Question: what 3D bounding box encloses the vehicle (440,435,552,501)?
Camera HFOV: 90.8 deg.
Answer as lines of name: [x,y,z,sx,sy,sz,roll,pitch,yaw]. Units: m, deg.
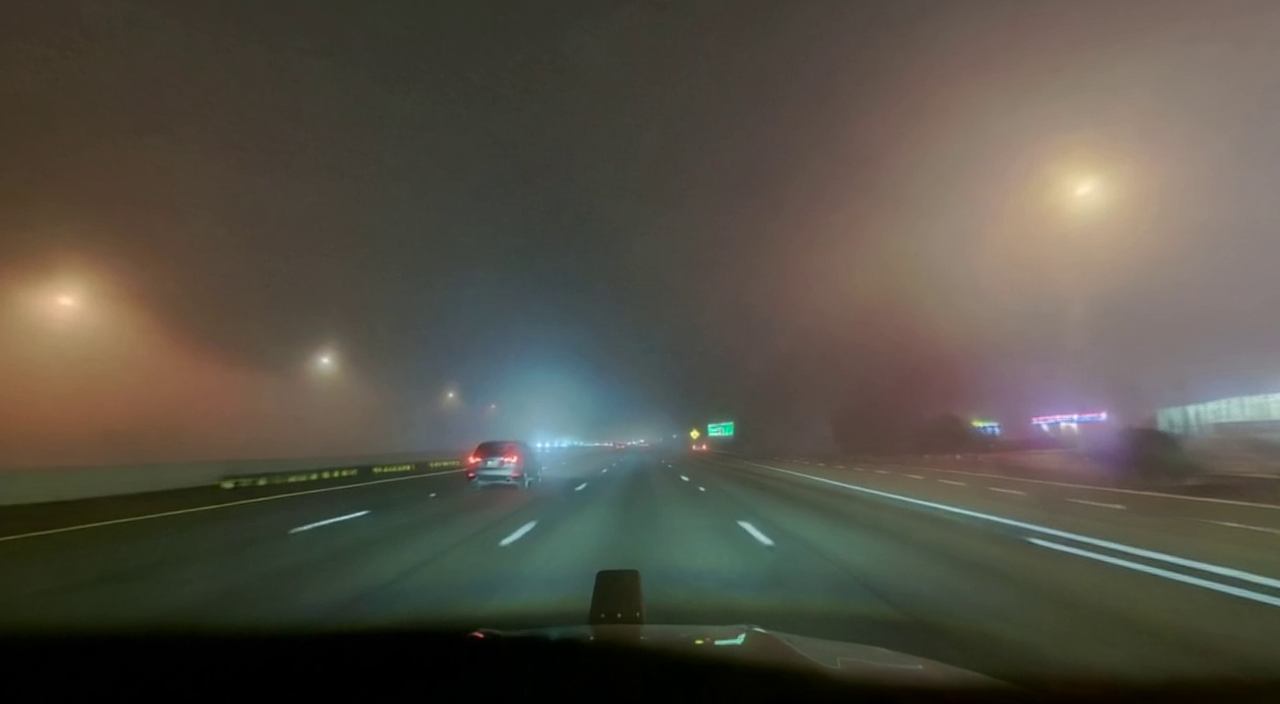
vehicle: [-3.647,3.011,16.866,1.939,1.508,4.272,0,-8,1]
